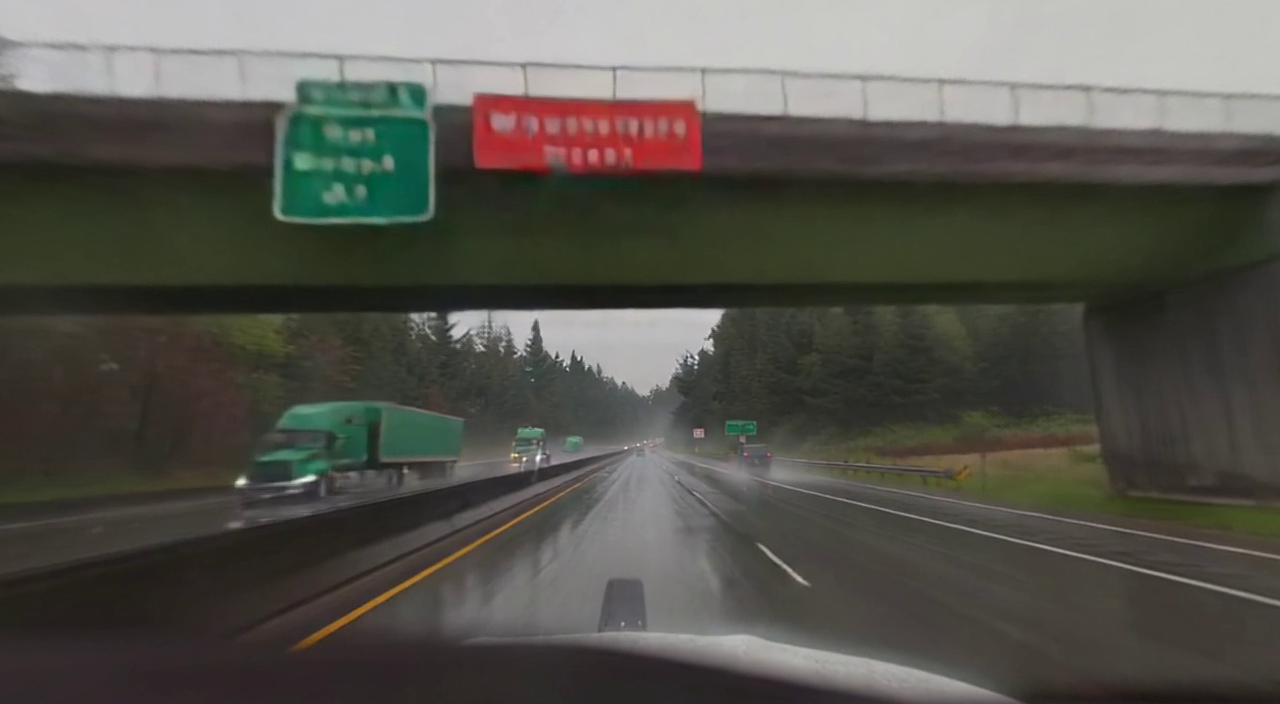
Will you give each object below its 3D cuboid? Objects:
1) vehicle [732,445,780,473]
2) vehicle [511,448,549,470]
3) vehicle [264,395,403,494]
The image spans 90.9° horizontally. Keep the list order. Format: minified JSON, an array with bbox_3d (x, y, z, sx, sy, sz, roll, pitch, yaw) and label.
[{"bbox_3d":[6.517,6.077,35.817,1.987,1.473,4.244,0,-9,1],"label":"vehicle"},{"bbox_3d":[-8.626,8.427,49.764,2.081,1.569,4.607,0,-9,1],"label":"vehicle"},{"bbox_3d":[-13.220,4.101,27.908,3.034,3.893,5.871,0,-9,0],"label":"vehicle"}]
